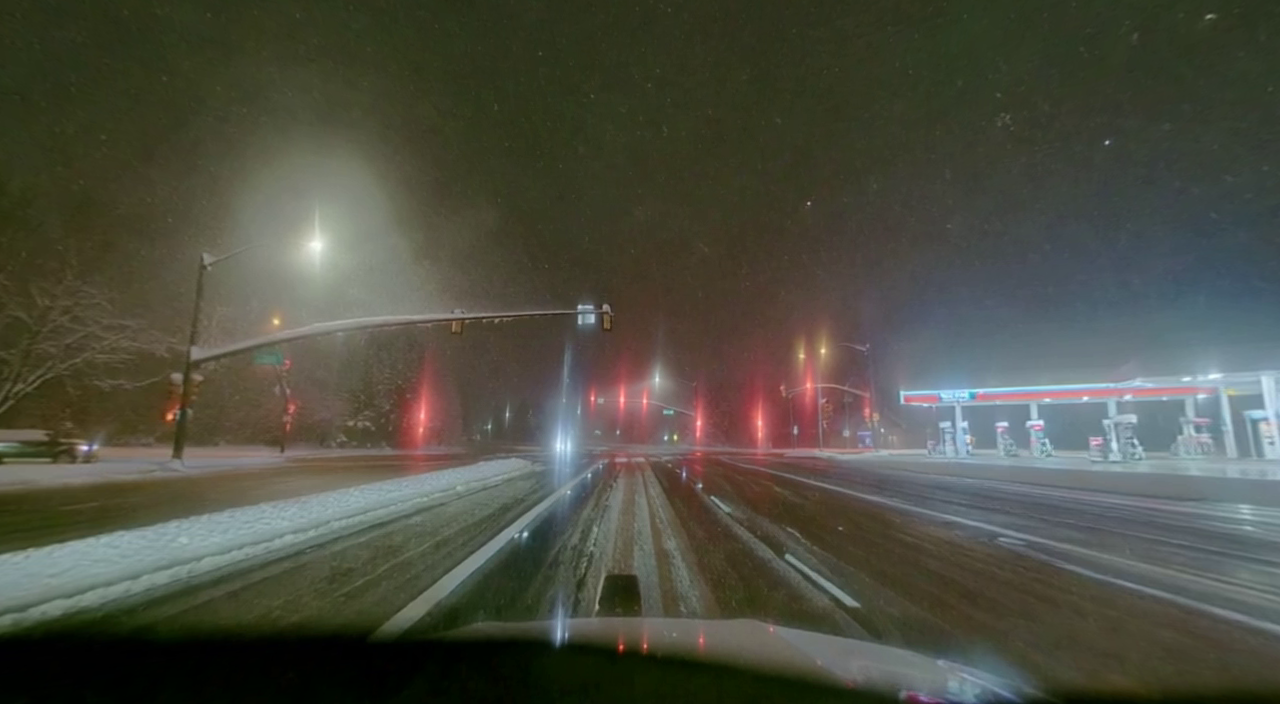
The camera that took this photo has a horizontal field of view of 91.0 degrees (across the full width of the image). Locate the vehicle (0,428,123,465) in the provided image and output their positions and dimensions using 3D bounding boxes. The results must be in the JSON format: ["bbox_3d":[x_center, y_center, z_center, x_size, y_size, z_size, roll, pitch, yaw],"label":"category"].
[{"bbox_3d":[-29.738,4.777,31.967,5.089,1.762,2.060,6,-10,-34],"label":"vehicle"}]
